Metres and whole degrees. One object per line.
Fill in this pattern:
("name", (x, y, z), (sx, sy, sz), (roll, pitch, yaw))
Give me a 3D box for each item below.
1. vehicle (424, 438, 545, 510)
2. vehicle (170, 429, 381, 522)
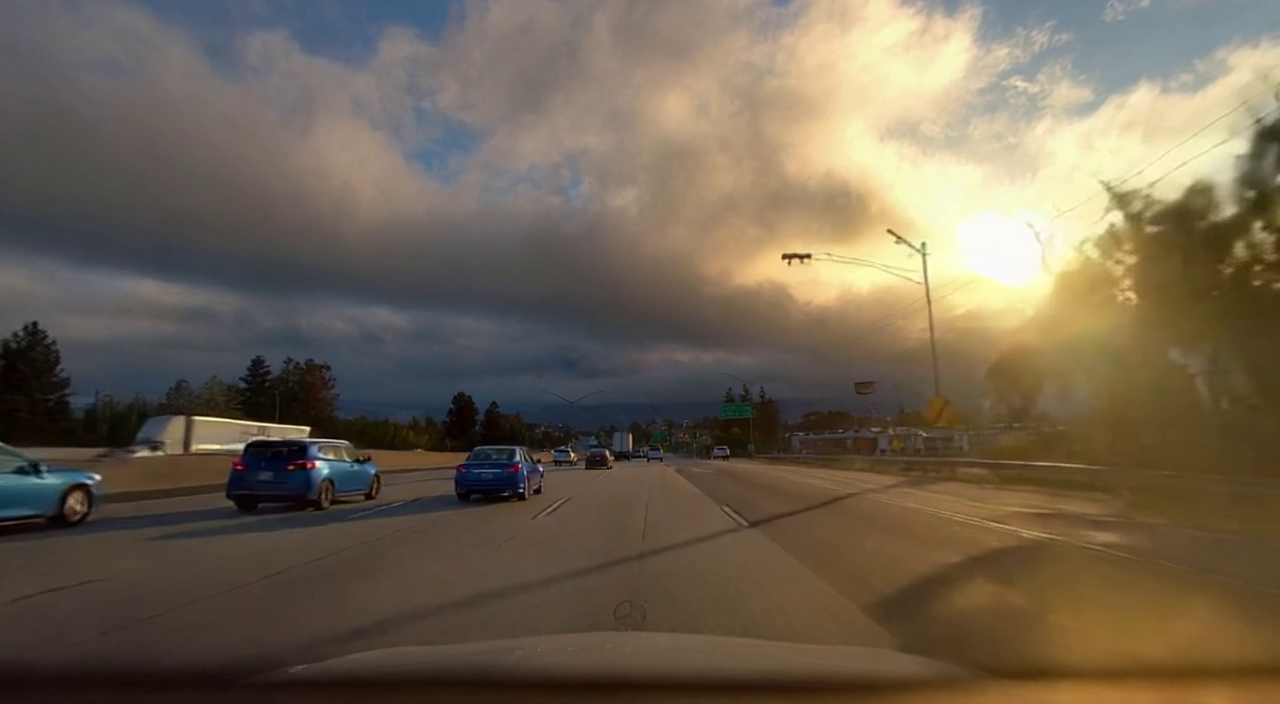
("vehicle", (-3.633, 2.904, 15.476), (1.953, 1.511, 3.704), (-1, -8, 1))
("vehicle", (-7.609, 2.580, 13.809), (1.970, 1.682, 4.297), (-1, -8, 1))
